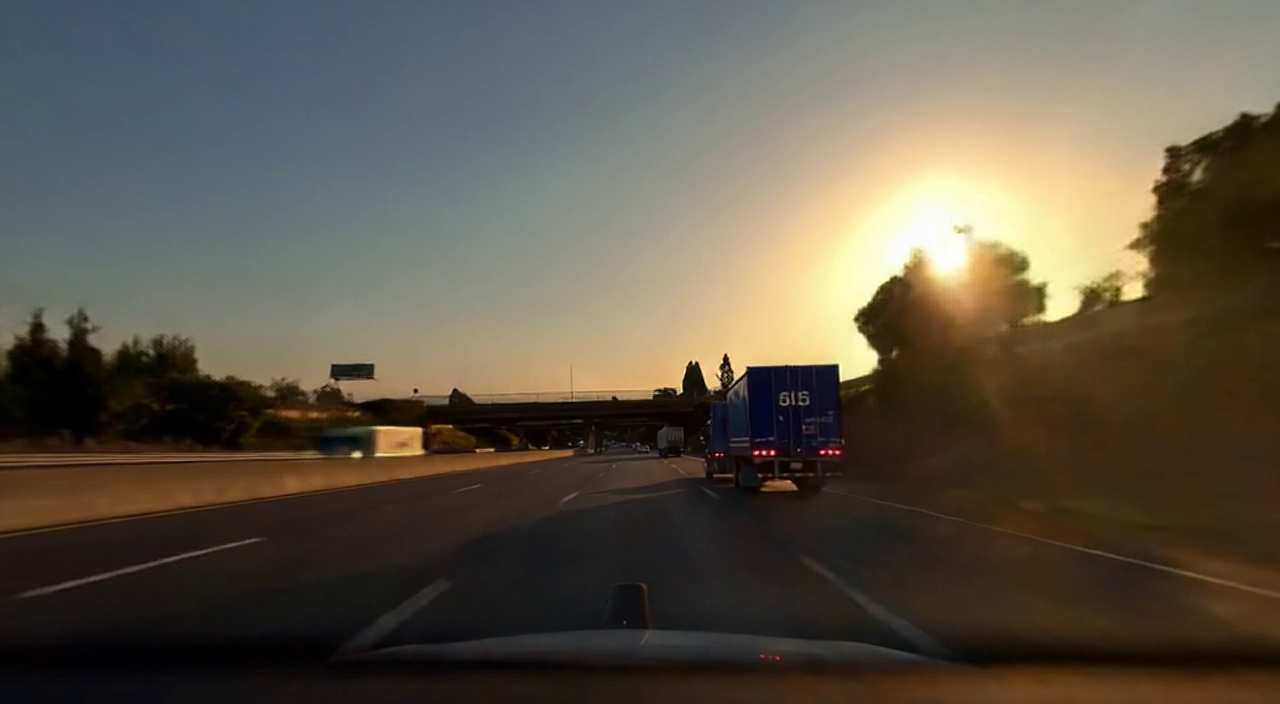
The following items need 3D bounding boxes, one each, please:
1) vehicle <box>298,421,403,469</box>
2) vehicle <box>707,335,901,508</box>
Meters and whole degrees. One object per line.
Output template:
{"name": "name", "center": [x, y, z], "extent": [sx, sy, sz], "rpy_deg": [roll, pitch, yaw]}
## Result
{"name": "vehicle", "center": [-12.530, 4.120, 27.743], "extent": [2.066, 1.908, 5.294], "rpy_deg": [0, -9, 0]}
{"name": "vehicle", "center": [4.044, 2.257, 18.686], "extent": [3.107, 3.718, 10.231], "rpy_deg": [0, -9, 1]}
